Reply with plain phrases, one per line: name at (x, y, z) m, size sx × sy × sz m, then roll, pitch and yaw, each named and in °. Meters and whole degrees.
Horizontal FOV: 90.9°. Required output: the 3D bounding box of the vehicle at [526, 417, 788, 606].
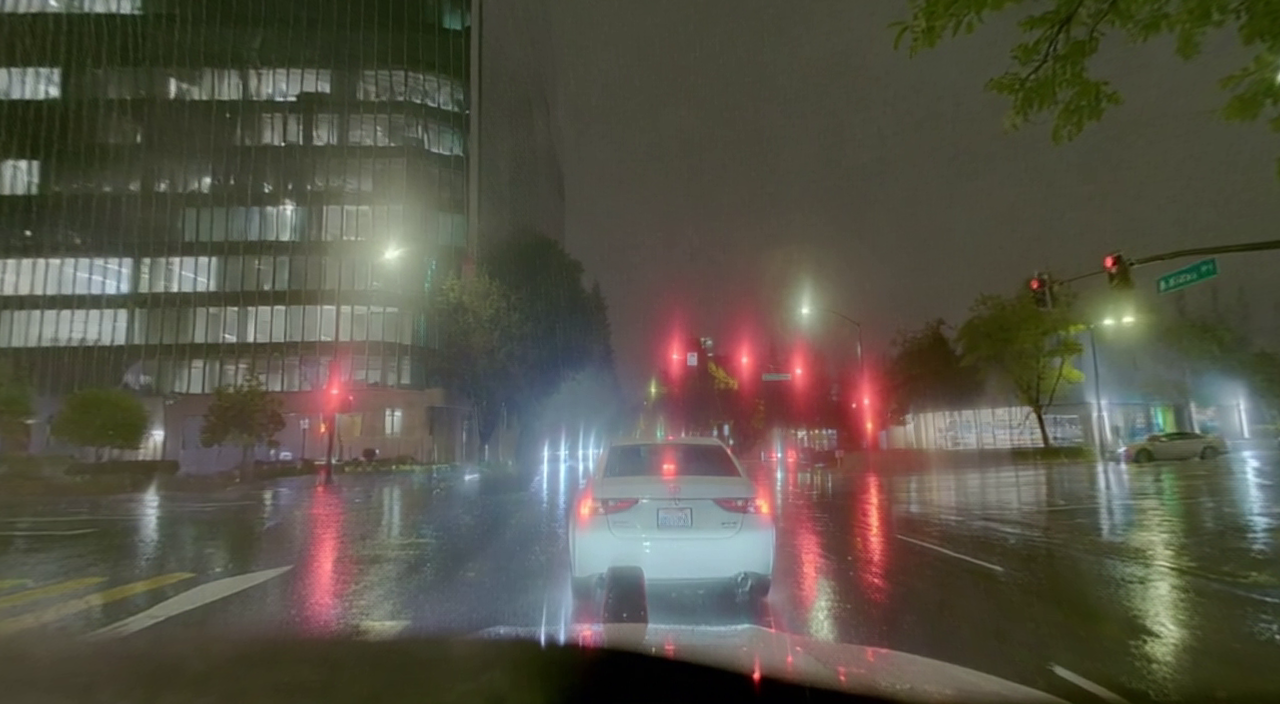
vehicle at (-0.157, 1.645, 7.490) m, size 1.893 × 1.532 × 4.145 m, roll 2°, pitch -9°, yaw -16°

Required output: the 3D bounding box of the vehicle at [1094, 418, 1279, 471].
vehicle at (19.126, 3.261, 22.220) m, size 4.675 × 1.772 × 1.945 m, roll 0°, pitch -8°, yaw -1°
